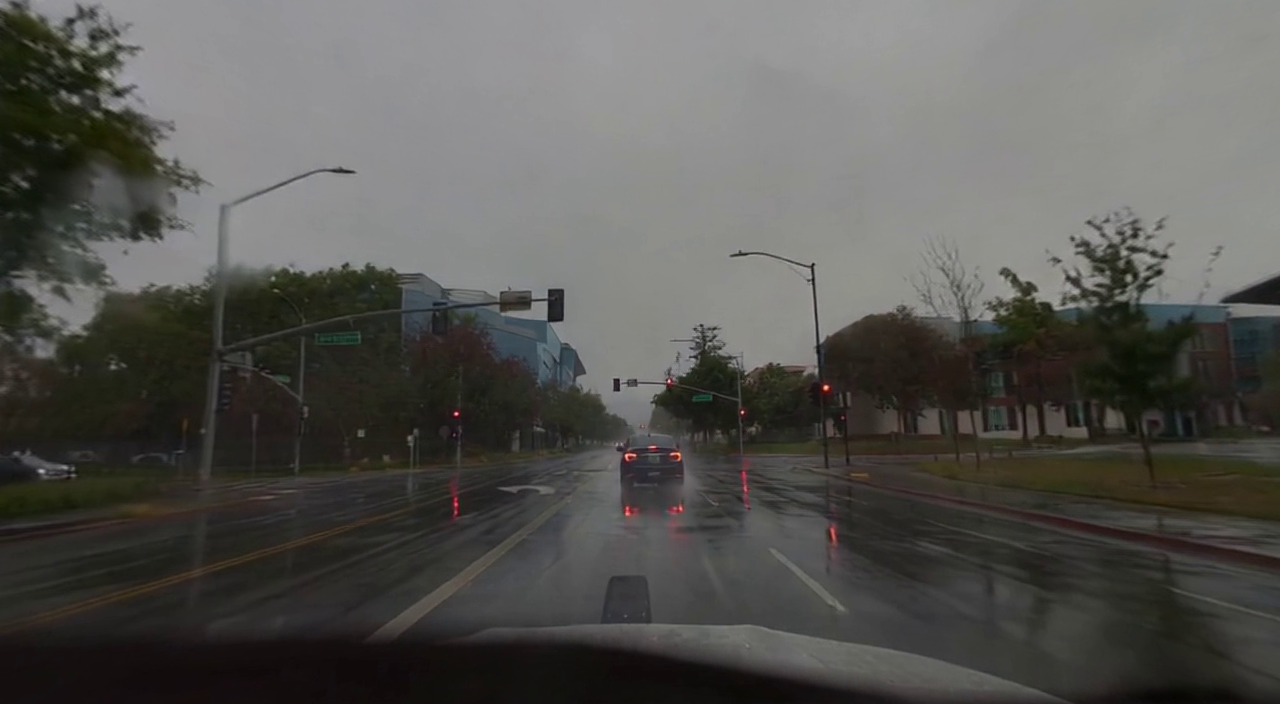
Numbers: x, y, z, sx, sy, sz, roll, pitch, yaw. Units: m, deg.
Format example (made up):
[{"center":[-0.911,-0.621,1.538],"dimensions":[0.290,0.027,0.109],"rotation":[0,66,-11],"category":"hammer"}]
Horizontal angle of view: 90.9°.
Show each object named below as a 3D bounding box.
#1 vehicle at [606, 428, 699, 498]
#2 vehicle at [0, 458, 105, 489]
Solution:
[{"center":[0.289,2.920,16.930],"dimensions":[2.184,1.640,4.086],"rotation":[0,-8,0],"category":"vehicle"},{"center":[-30.858,6.275,32.655],"dimensions":[4.494,1.475,1.893],"rotation":[0,-9,-1],"category":"vehicle"}]
